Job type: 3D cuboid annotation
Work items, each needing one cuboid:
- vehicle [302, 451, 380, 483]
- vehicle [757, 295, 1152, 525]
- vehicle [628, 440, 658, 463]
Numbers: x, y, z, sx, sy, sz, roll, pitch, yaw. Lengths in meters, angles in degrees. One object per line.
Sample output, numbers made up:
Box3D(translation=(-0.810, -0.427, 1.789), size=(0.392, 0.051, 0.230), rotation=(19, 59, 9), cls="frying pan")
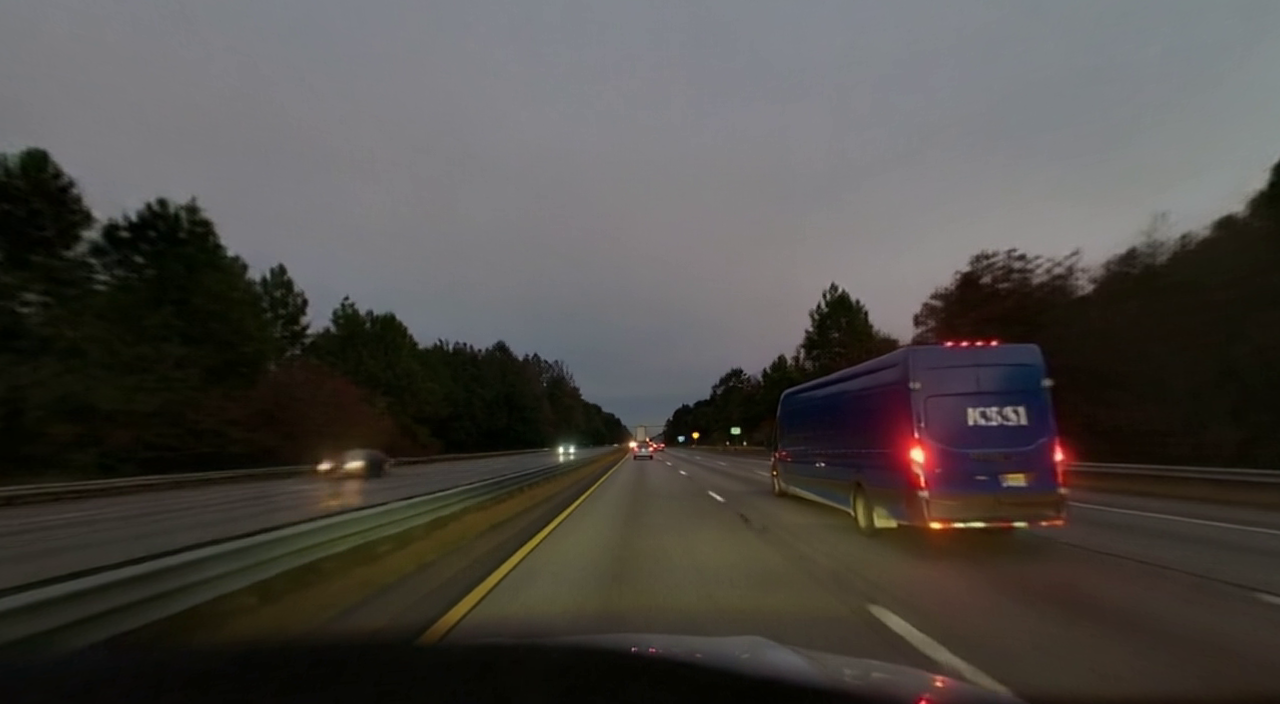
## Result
Box3D(translation=(-15.510, 5.957, 32.927), size=(1.897, 1.498, 4.491), rotation=(0, -8, 0), cls="vehicle")
Box3D(translation=(7.186, 2.259, 19.913), size=(3.479, 4.156, 17.231), rotation=(0, -8, -1), cls="vehicle")
Box3D(translation=(0.228, 7.354, 46.516), size=(2.121, 1.590, 4.434), rotation=(0, -8, 0), cls="vehicle")
